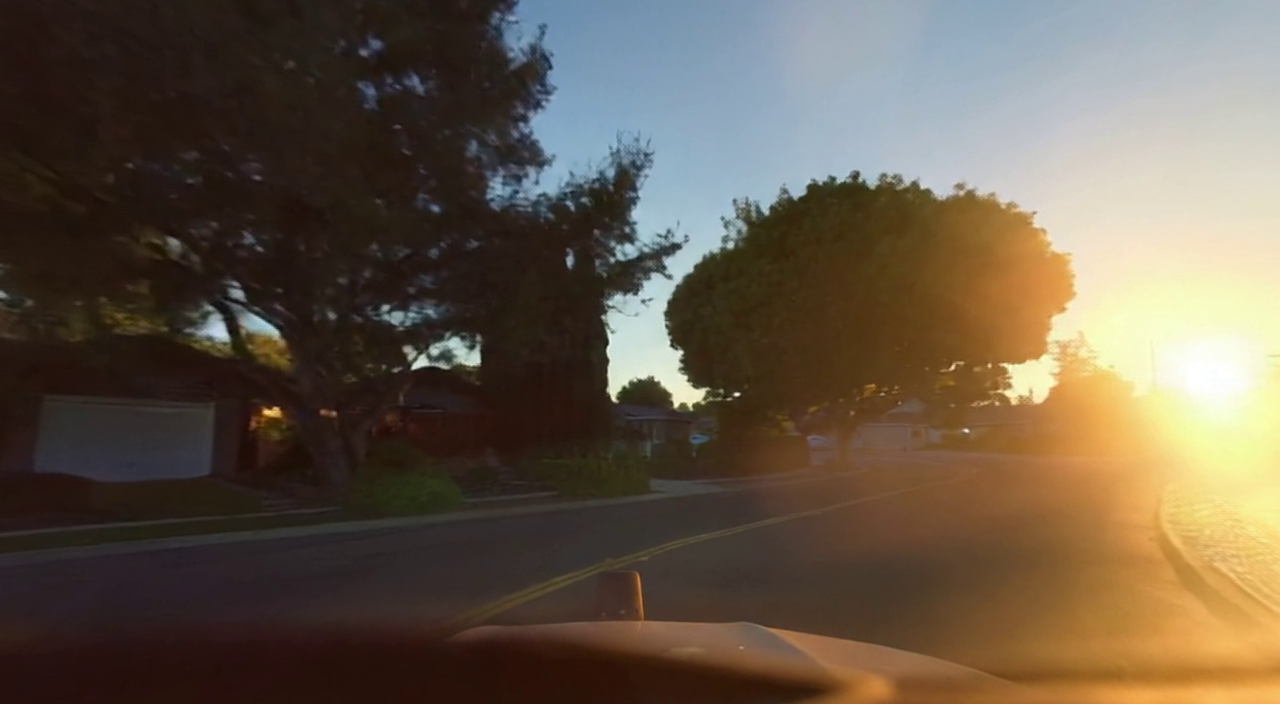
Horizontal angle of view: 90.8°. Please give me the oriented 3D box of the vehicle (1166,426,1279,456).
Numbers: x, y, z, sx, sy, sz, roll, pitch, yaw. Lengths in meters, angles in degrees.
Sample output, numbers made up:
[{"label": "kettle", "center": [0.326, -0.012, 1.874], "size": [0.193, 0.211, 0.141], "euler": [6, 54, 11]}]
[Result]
[{"label": "vehicle", "center": [37.031, 5.672, 40.284], "size": [4.799, 1.451, 2.144], "euler": [-6, -9, 6]}]
